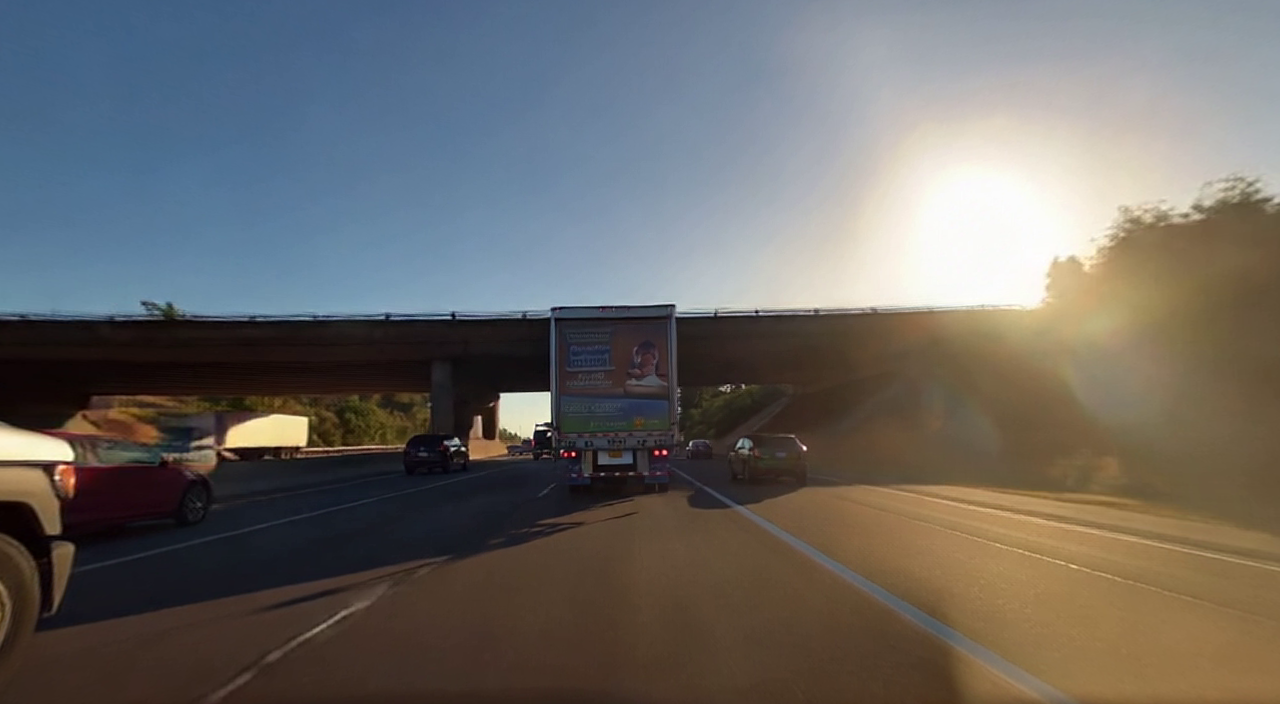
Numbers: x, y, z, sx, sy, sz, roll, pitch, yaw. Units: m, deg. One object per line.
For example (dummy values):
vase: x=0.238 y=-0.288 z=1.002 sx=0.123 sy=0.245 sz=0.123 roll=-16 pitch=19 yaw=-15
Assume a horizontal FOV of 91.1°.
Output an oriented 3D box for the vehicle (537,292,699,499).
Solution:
vehicle: x=-0.596 y=1.434 z=16.463 sx=2.911 sy=3.787 sz=9.905 roll=0 pitch=-8 yaw=-2

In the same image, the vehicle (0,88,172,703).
vehicle: x=-3.636 y=0.072 z=0.206 sx=2.660 sy=2.637 sz=5.634 roll=0 pitch=-8 yaw=-2

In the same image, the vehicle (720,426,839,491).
vehicle: x=3.565 y=2.807 z=17.045 sx=2.003 sy=1.519 sz=4.580 roll=0 pitch=-8 yaw=-3

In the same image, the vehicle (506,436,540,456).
vehicle: x=-8.988 y=7.262 z=48.642 sx=1.928 sy=1.474 sz=3.588 roll=0 pitch=-8 yaw=0

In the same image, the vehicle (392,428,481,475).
vehicle: x=-7.989 y=3.939 z=25.216 sx=2.057 sy=1.698 sz=4.550 roll=0 pitch=-8 yaw=0

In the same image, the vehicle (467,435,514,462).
vehicle: x=-8.772 y=5.677 z=37.143 sx=1.845 sy=1.488 sz=3.656 roll=0 pitch=-8 yaw=0
